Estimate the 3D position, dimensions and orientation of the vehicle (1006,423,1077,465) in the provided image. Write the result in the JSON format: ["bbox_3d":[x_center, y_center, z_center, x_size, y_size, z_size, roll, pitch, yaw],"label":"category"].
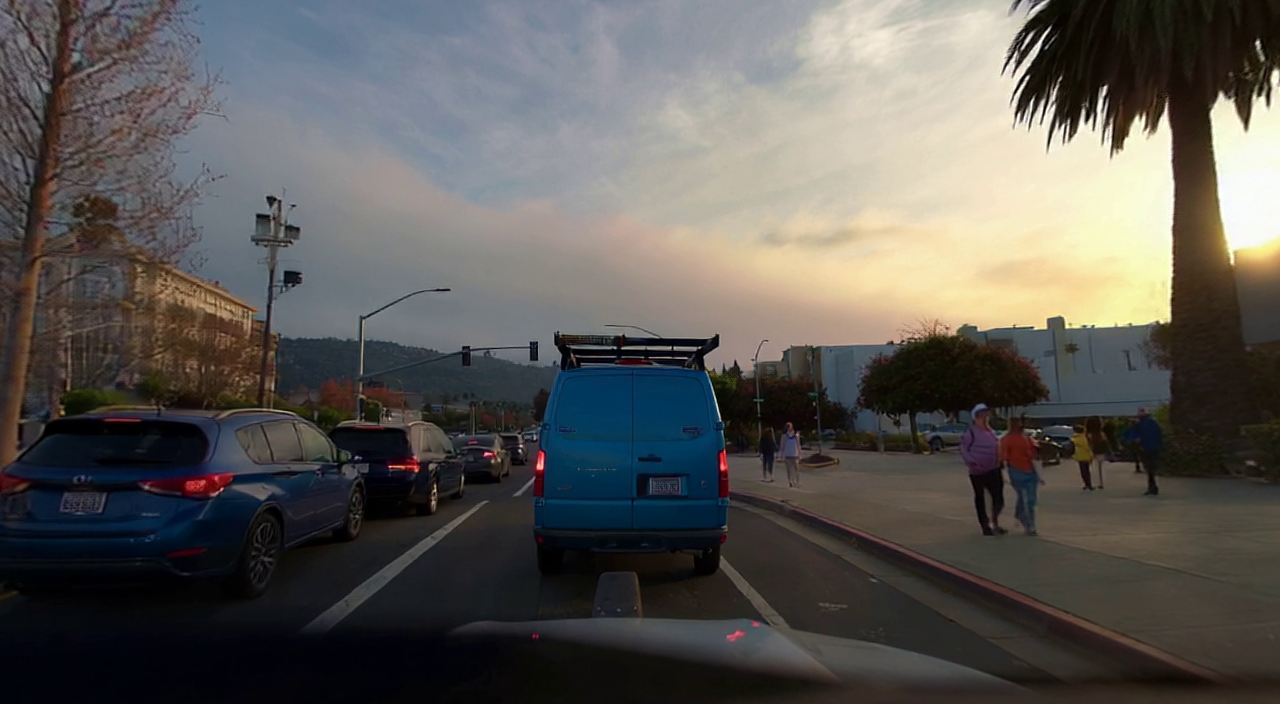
[{"bbox_3d":[15.753,3.619,24.706,2.048,1.475,3.972,-6,-10,34],"label":"vehicle"}]

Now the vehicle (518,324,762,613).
[{"bbox_3d":[-0.212,1.214,7.167,1.902,2.238,4.263,1,-9,-6],"label":"vehicle"}]

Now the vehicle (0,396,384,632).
[{"bbox_3d":[-4.410,1.466,6.665,1.986,1.643,4.315,1,-9,-6],"label":"vehicle"}]

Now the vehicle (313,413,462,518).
[{"bbox_3d":[-5.225,2.412,13.881,2.089,1.854,5.022,2,-9,-11],"label":"vehicle"}]

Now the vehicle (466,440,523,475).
[{"bbox_3d":[-6.859,4.887,29.554,1.818,1.479,4.428,4,-9,-22],"label":"vehicle"}]

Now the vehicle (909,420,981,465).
[{"bbox_3d":[12.628,3.757,26.042,2.046,1.675,3.924,-6,-10,33],"label":"vehicle"}]
